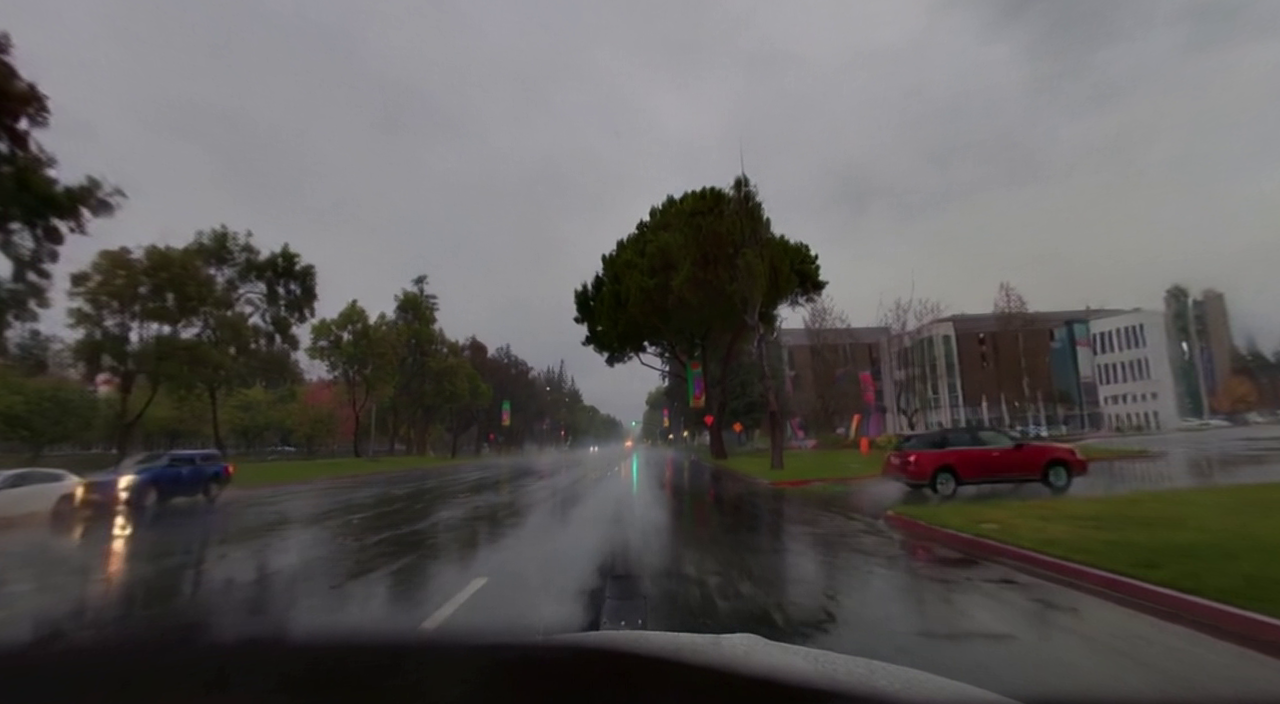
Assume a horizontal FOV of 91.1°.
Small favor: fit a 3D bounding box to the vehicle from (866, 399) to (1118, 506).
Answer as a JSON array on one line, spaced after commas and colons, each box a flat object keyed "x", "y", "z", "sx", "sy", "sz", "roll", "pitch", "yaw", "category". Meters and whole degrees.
[{"x": 8.521, "y": 2.473, "z": 15.616, "sx": 4.716, "sy": 1.672, "sz": 2.330, "roll": -10, "pitch": -8, "yaw": -2, "category": "vehicle"}]

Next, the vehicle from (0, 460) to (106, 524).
[{"x": -17.448, "y": 3.769, "z": 16.911, "sx": 1.873, "sy": 1.544, "sz": 4.794, "roll": 0, "pitch": -8, "yaw": 1, "category": "vehicle"}]

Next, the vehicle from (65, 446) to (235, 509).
[{"x": -17.307, "y": 4.398, "z": 22.596, "sx": 2.301, "sy": 1.821, "sz": 4.731, "roll": -4, "pitch": -8, "yaw": 1, "category": "vehicle"}]
